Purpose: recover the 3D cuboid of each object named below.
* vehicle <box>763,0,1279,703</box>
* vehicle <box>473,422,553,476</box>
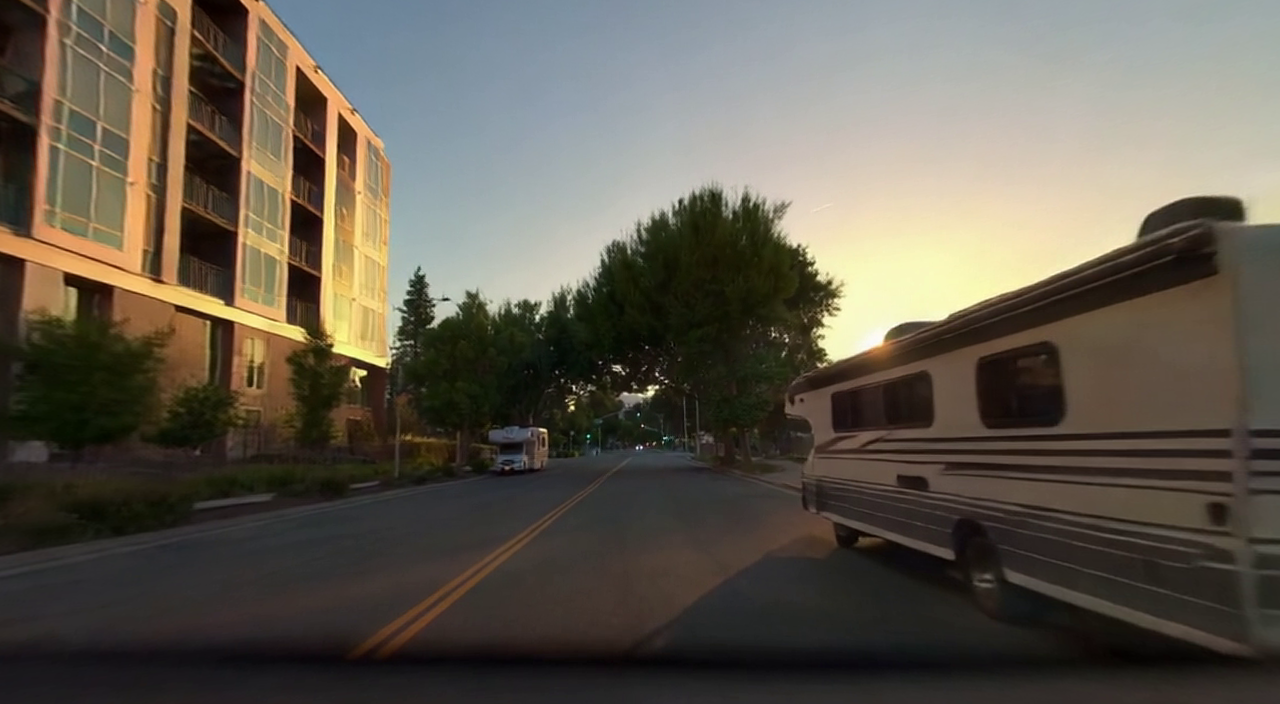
[{"bbox_3d":[3.762,0.756,6.442,3.074,3.099,8.805,1,-8,-1],"label":"vehicle"},{"bbox_3d":[-7.068,5.488,36.271,3.108,2.771,7.999,0,-7,-1],"label":"vehicle"}]
